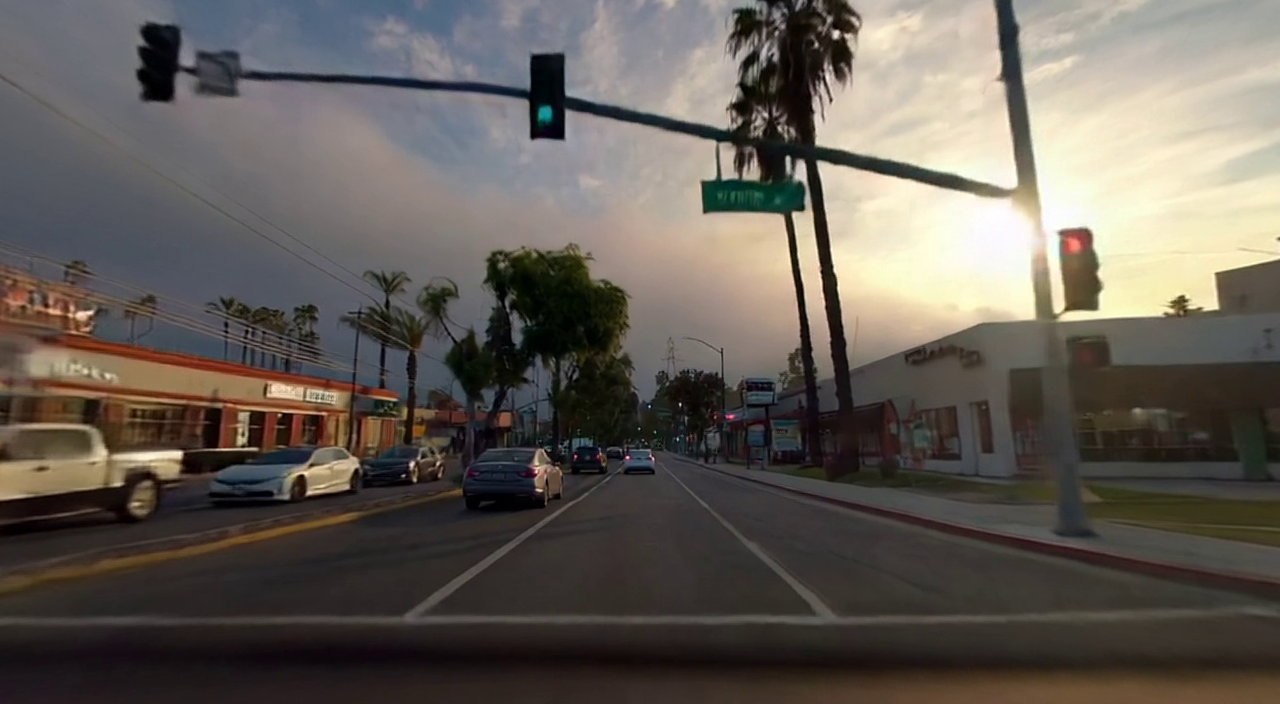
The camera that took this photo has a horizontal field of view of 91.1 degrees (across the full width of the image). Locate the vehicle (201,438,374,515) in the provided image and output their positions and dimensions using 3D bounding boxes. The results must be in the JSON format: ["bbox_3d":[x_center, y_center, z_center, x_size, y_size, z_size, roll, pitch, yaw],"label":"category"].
[{"bbox_3d":[-8.412,2.975,15.504,1.893,1.576,4.075,-2,-9,0],"label":"vehicle"}]

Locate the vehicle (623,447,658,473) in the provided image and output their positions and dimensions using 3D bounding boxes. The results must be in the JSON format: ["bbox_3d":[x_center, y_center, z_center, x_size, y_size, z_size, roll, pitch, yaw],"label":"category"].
[{"bbox_3d":[0.016,6.666,39.056,2.094,1.496,4.070,0,-9,0],"label":"vehicle"}]

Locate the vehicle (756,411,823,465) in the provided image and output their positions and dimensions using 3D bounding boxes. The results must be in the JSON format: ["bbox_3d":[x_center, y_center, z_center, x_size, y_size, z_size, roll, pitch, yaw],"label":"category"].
[{"bbox_3d":[10.197,6.008,43.799,2.878,3.388,8.331,-1,-8,2],"label":"vehicle"}]

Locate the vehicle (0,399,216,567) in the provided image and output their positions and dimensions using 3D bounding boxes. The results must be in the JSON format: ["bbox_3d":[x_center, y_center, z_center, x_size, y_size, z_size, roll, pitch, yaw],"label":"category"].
[{"bbox_3d":[-8.483,1.720,8.418,2.058,1.929,5.123,-1,-9,-1],"label":"vehicle"}]

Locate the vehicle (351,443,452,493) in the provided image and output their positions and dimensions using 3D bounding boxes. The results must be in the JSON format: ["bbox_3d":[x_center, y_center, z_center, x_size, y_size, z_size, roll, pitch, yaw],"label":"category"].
[{"bbox_3d":[-8.438,4.115,22.714,1.928,1.532,4.533,-2,-9,0],"label":"vehicle"}]

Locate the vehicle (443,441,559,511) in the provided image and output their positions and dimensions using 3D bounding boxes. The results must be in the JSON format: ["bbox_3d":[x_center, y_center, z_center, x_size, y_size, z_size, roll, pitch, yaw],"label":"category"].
[{"bbox_3d":[-3.347,3.076,16.106,1.904,1.513,4.410,0,-9,1],"label":"vehicle"}]

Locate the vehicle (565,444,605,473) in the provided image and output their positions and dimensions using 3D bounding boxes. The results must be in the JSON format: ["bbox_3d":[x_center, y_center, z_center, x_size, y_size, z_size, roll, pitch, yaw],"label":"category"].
[{"bbox_3d":[-3.231,6.327,37.480,1.979,1.634,3.957,0,-9,0],"label":"vehicle"}]
